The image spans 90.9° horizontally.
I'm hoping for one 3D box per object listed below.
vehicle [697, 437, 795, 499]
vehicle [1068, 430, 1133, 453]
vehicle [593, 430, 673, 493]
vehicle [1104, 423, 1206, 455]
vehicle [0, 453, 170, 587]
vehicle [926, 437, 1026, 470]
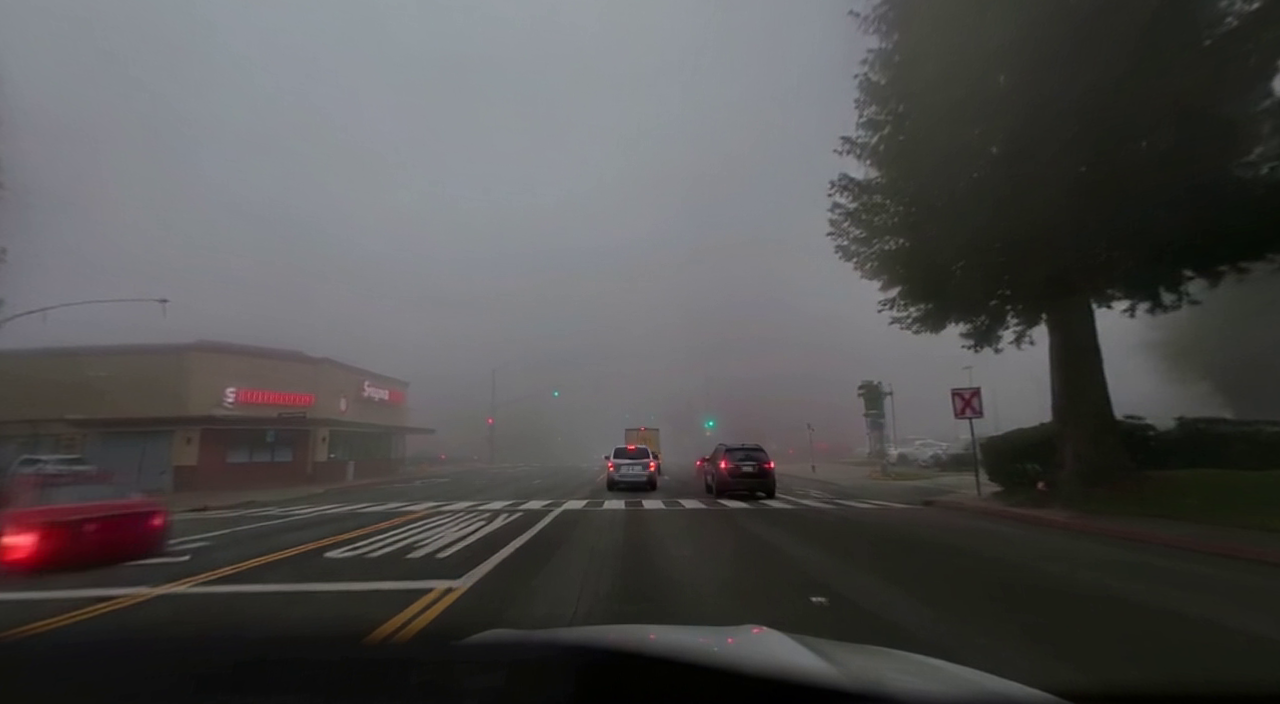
[{"bbox_3d":[3.277,3.711,20.597,2.276,1.787,4.630,0,-9,-1],"label":"vehicle"},{"bbox_3d":[34.981,6.859,48.037,1.817,1.548,4.050,-2,-10,0],"label":"vehicle"},{"bbox_3d":[-0.252,4.025,23.626,2.638,2.065,5.313,0,-9,0],"label":"vehicle"},{"bbox_3d":[30.644,5.228,37.718,2.231,1.749,4.411,0,-9,-2],"label":"vehicle"},{"bbox_3d":[-9.262,2.328,9.443,4.456,1.570,1.975,-6,-10,32],"label":"vehicle"},{"bbox_3d":[16.489,4.999,31.013,3.880,1.538,1.862,1,-9,-8],"label":"vehicle"}]
